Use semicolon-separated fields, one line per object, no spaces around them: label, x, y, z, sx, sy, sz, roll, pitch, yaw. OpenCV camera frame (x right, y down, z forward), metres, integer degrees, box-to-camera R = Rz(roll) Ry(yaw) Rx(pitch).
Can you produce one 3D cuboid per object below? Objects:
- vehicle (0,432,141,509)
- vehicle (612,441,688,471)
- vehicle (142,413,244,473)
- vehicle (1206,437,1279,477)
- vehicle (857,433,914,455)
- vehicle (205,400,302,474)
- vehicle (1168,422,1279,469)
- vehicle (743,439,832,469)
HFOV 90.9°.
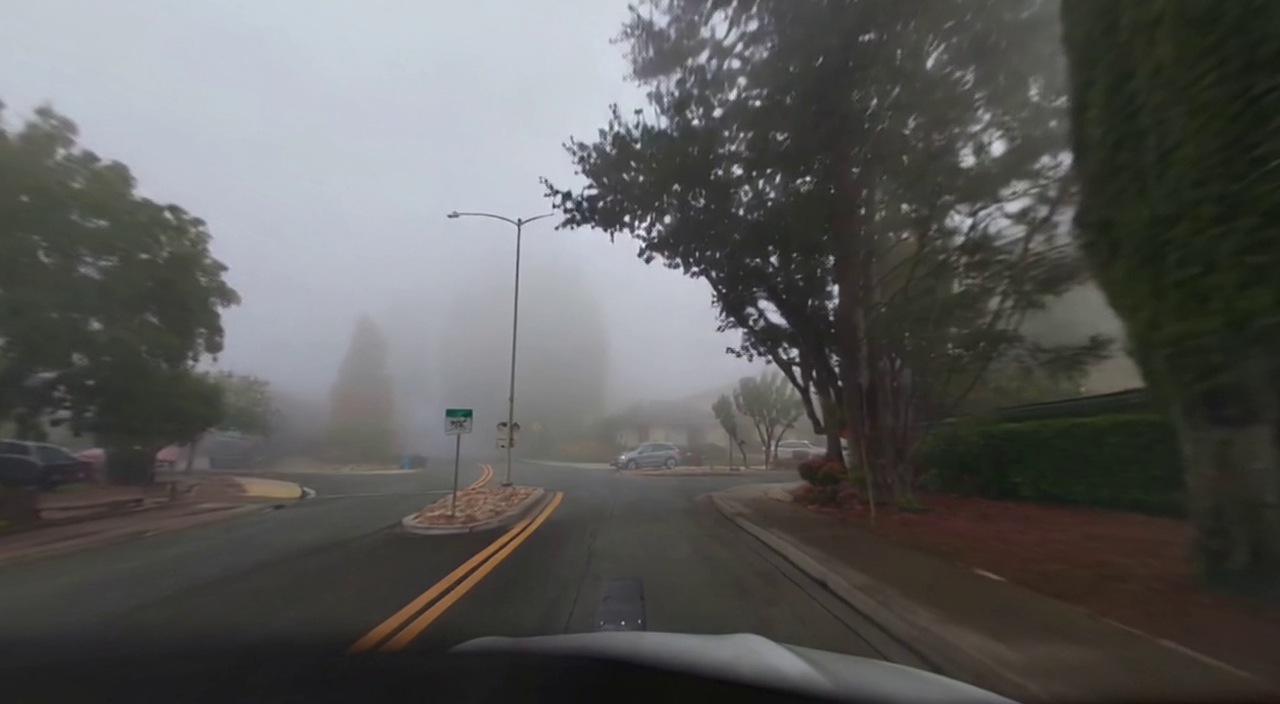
vehicle;-14.277;2.757;14.764;1.871;1.568;4.420;-1;-9;-6
vehicle;0.505;5.616;34.268;3.772;1.531;1.949;1;-9;-10
vehicle;-23.237;4.775;33.053;2.207;2.862;4.908;1;-9;-9
vehicle;25.319;4.175;25.282;1.888;1.485;4.798;-3;-9;17
vehicle;19.286;7.235;49.513;4.073;1.482;1.825;1;-10;-28
vehicle;-20.538;4.457;33.862;2.438;3.594;5.582;2;-6;-11
vehicle;32.806;5.216;35.305;4.274;2.476;2.103;-1;-8;5
vehicle;8.125;5.664;35.037;4.378;1.543;2.080;0;-9;-1
